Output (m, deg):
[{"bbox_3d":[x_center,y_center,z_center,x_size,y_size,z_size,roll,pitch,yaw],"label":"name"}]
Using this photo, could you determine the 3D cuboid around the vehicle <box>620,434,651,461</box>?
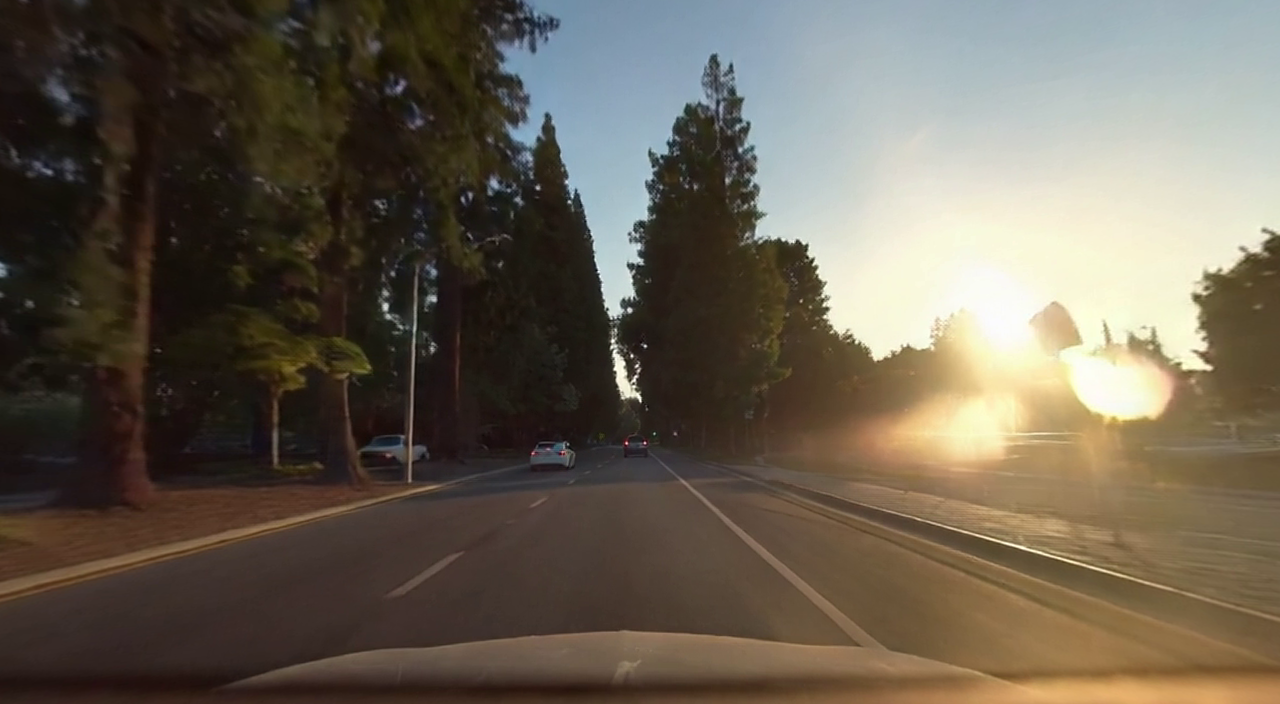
[{"bbox_3d":[-0.318,6.519,43.320,2.018,1.769,3.897,0,-8,0],"label":"vehicle"}]

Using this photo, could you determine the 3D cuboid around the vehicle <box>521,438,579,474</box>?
[{"bbox_3d":[-3.898,4.571,28.142,1.917,1.448,4.178,0,-8,1],"label":"vehicle"}]

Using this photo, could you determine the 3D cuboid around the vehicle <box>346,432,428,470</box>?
[{"bbox_3d":[-16.649,6.537,42.142,2.687,2.262,6.995,0,-8,-2],"label":"vehicle"}]
